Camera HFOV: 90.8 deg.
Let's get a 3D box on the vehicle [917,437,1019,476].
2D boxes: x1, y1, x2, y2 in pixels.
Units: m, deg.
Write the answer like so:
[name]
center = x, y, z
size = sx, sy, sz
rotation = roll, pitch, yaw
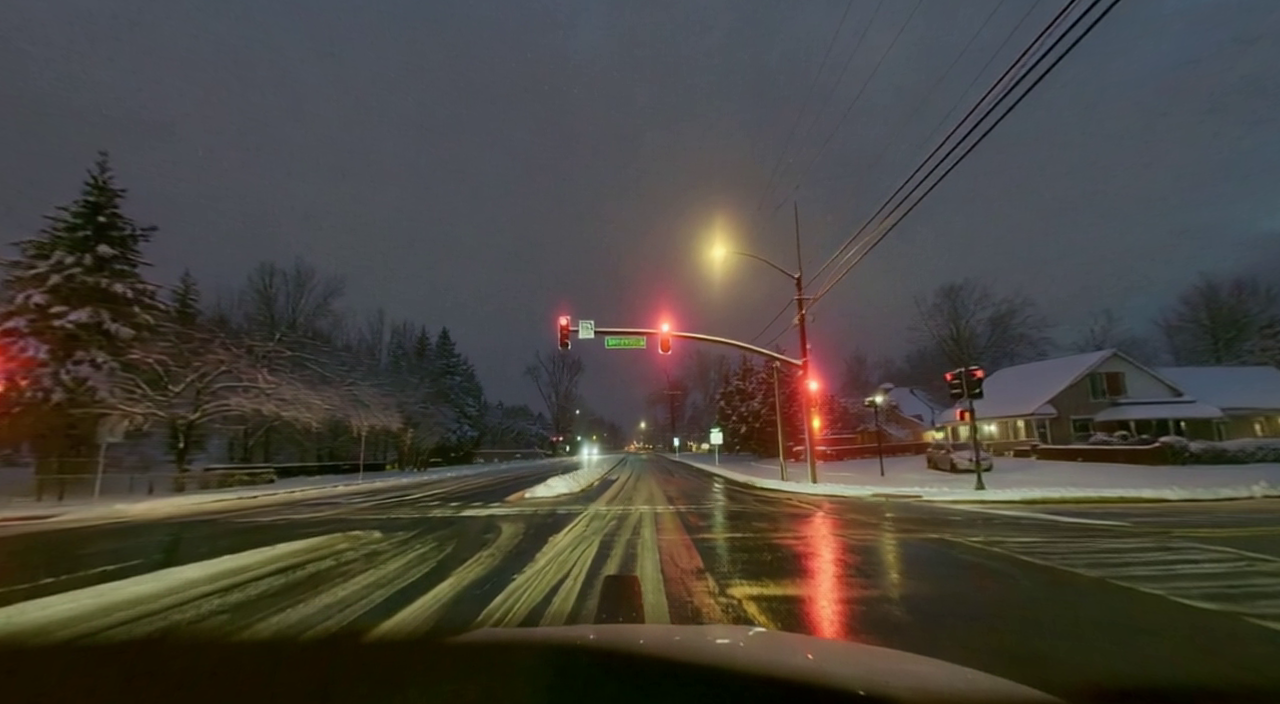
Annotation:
[vehicle]
center = 15.057, 4.834, 29.354
size = 1.959, 1.471, 4.570
rotation = -4, -9, -5
